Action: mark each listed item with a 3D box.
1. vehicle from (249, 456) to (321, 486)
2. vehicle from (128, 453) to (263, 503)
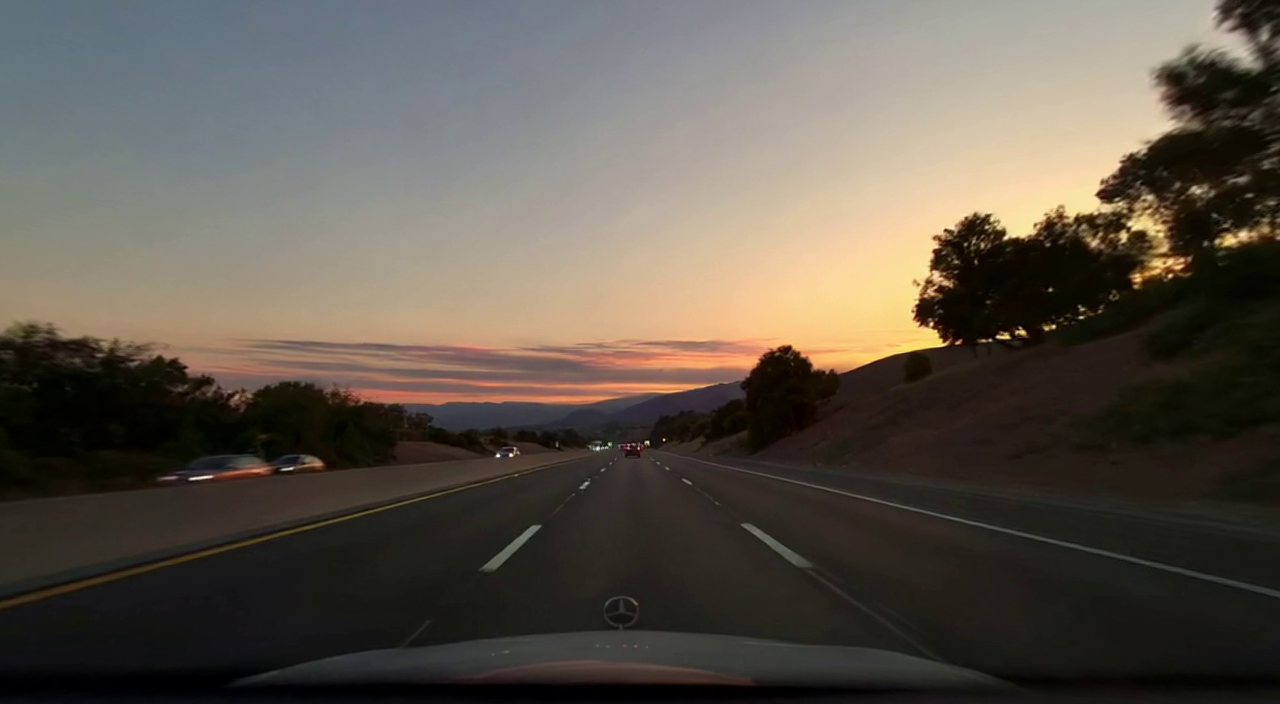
[{"bbox_3d":[-20.606,6.895,36.596,1.848,1.543,3.982,0,-9,0],"label":"vehicle"},{"bbox_3d":[-16.098,4.533,23.003,1.885,1.631,4.109,0,-9,0],"label":"vehicle"}]
